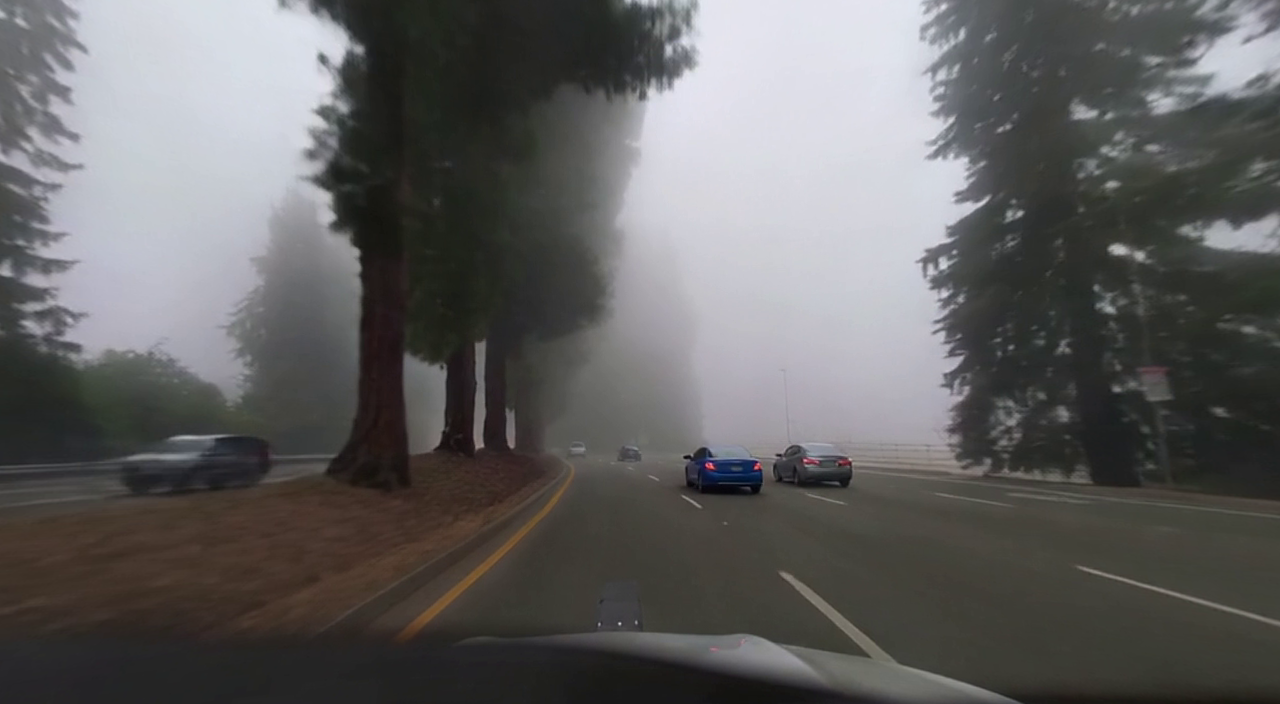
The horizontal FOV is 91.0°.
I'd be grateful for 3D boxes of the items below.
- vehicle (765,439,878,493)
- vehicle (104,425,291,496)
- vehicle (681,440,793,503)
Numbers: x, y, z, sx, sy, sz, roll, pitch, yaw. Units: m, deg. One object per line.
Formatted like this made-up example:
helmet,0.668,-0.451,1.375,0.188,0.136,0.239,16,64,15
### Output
vehicle,5.467,3.484,19.617,1.901,1.474,4.363,1,-8,-4
vehicle,-11.560,2.860,16.913,1.968,1.643,4.351,0,-8,-2
vehicle,2.414,3.104,16.845,2.077,1.464,4.134,1,-8,-4
